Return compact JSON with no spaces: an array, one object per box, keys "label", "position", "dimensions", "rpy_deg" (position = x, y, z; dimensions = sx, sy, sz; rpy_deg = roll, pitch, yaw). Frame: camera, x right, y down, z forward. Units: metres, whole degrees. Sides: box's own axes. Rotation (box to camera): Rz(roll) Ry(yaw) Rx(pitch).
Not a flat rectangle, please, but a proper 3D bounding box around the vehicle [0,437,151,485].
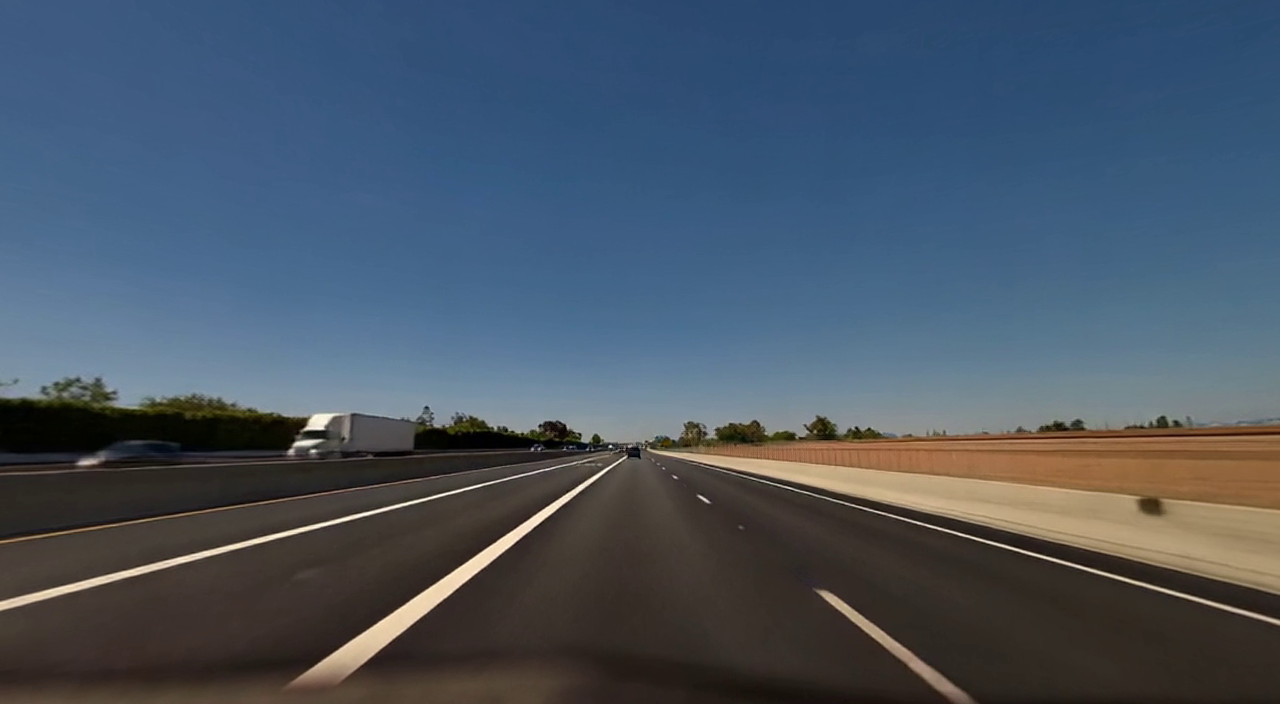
[{"label":"vehicle","position":[-21.036,4.069,23.746],"dimensions":[1.846,1.601,4.183],"rpy_deg":[-1,-9,1]}]
